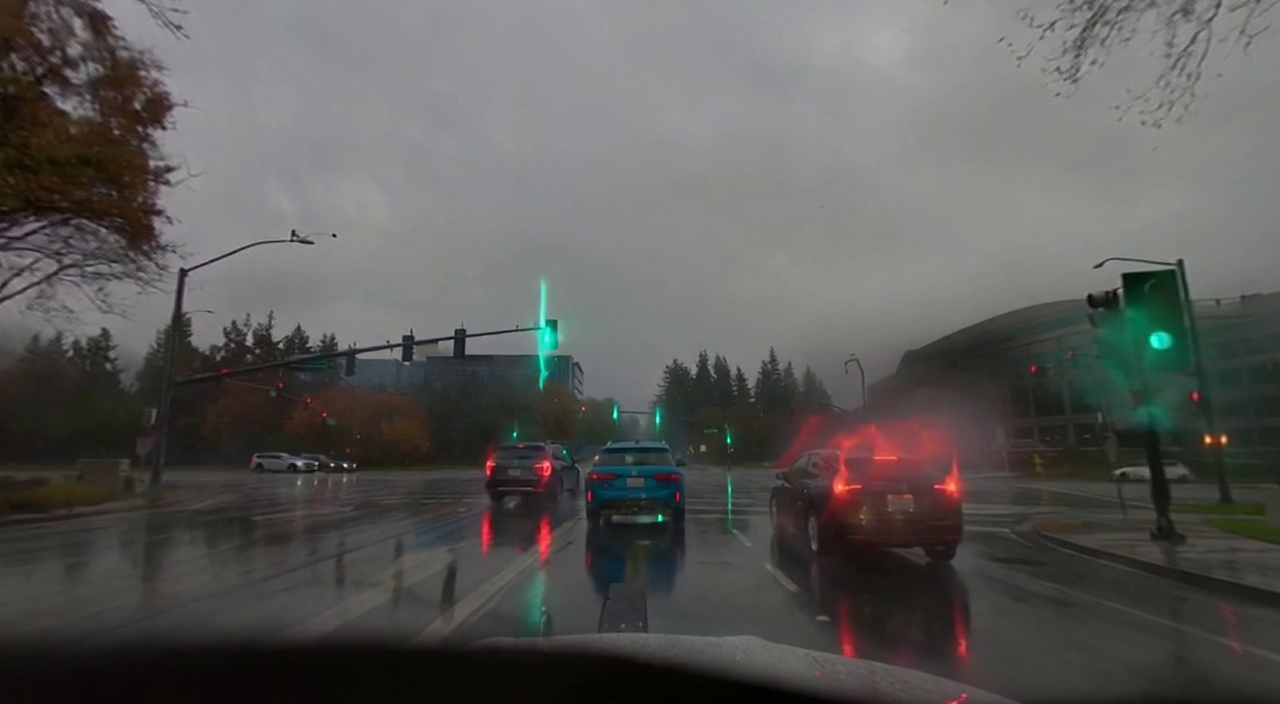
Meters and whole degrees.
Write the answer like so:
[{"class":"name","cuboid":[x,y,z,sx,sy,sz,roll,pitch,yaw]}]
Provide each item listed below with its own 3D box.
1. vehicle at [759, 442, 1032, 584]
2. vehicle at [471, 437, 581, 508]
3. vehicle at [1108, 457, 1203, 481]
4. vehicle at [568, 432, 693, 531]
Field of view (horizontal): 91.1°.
[{"class":"vehicle","cuboid":[3.134,2.049,8.959,2.056,1.468,4.520,0,-9,1]},{"class":"vehicle","cuboid":[-2.875,3.125,16.761,1.987,1.633,4.005,0,-9,3]},{"class":"vehicle","cuboid":[36.650,8.308,44.720,4.705,1.631,2.053,-1,-9,10]},{"class":"vehicle","cuboid":[-0.136,2.520,12.828,2.108,1.654,4.235,0,-9,1]}]
